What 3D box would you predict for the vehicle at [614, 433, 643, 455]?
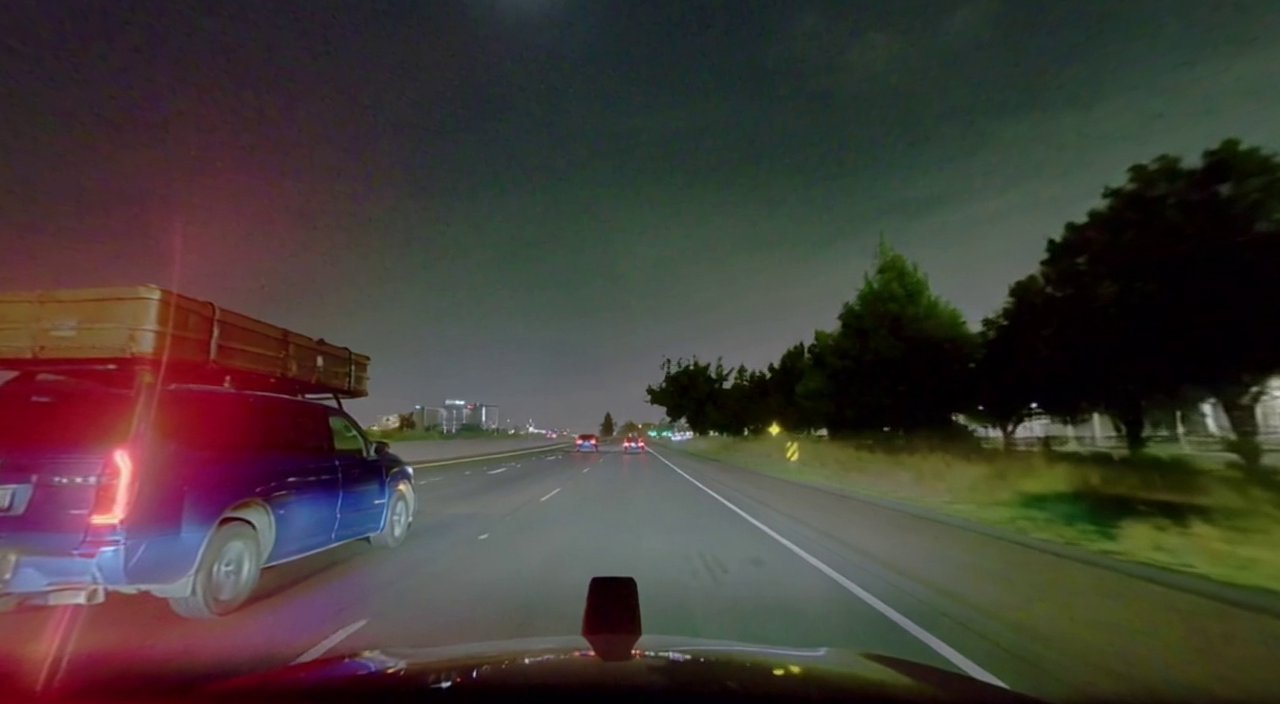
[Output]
[{"bbox_3d":[-0.855,7.140,49.036,2.151,1.618,3.898,0,-8,-1],"label":"vehicle"}]
